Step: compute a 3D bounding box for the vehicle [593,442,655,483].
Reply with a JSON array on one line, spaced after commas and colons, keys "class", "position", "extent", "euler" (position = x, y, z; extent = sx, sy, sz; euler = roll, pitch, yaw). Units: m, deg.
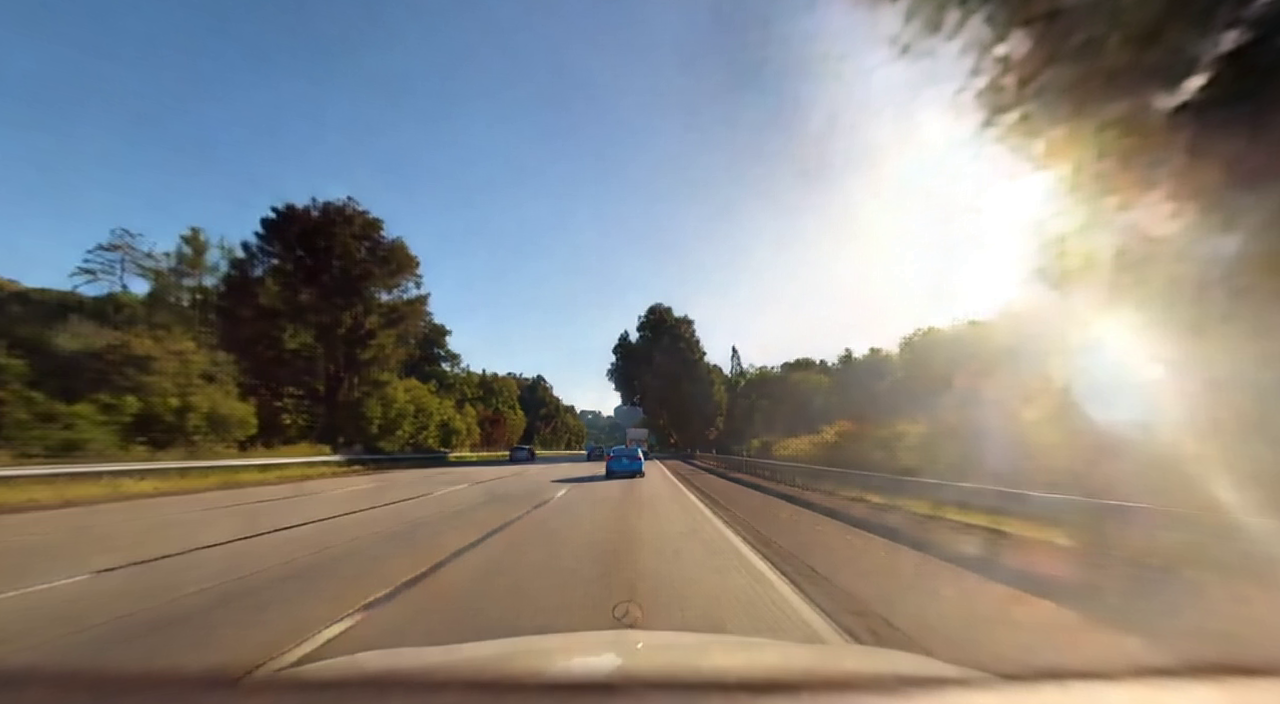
[{"class": "vehicle", "position": [-0.585, 4.335, 24.908], "extent": [2.238, 1.479, 3.672], "euler": [0, -9, 0]}]
